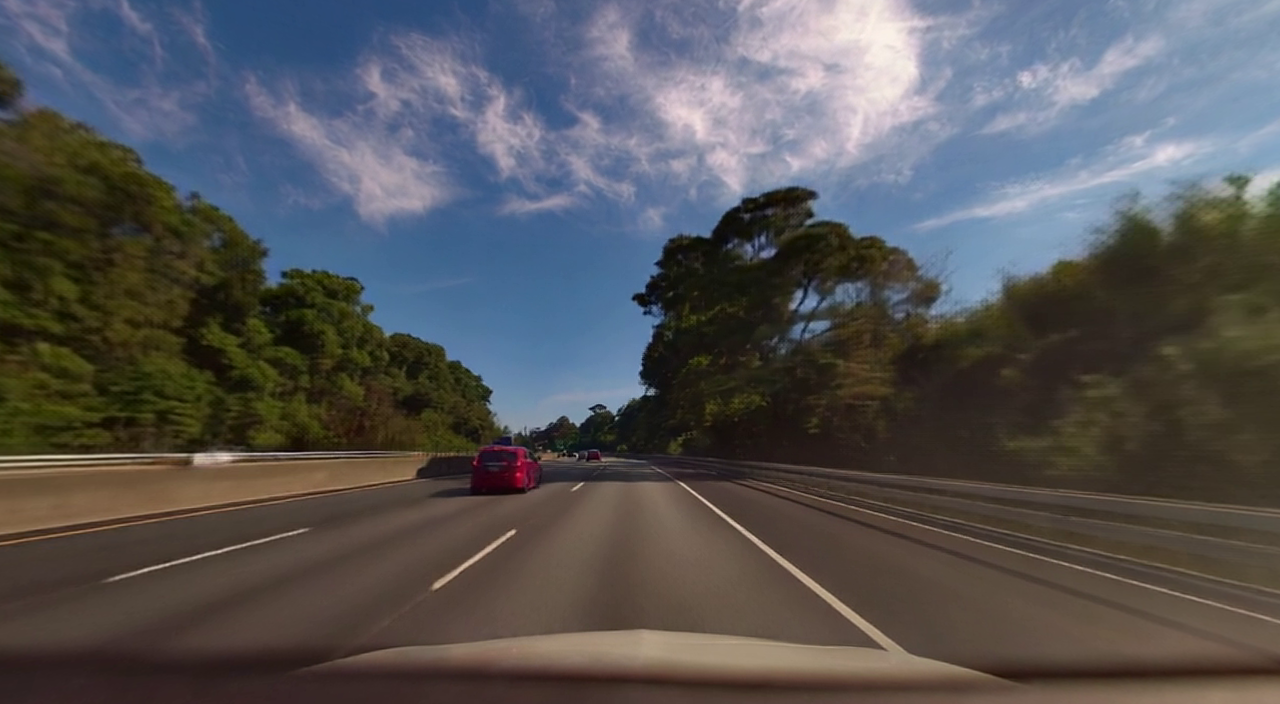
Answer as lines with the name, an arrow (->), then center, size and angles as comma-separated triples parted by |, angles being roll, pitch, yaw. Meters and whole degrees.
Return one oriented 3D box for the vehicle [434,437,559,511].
vehicle -> -3.592, 3.174, 16.898 | 2.279, 1.683, 4.726 | 0, -9, -1
